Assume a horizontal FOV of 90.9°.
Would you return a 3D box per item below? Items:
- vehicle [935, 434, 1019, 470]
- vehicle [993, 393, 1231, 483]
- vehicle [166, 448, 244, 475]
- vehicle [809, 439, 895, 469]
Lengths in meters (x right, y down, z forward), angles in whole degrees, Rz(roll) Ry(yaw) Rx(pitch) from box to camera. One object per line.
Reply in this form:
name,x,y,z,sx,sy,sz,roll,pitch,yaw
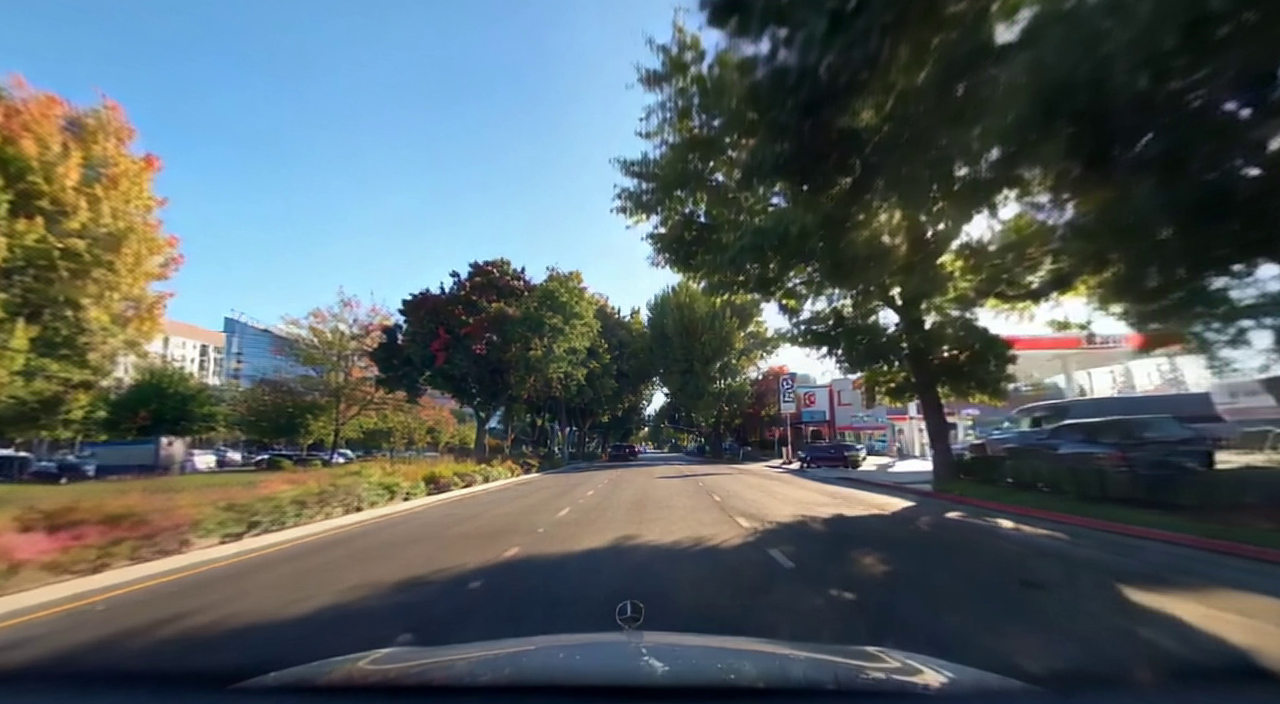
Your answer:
vehicle,17.357,5.164,32.710,1.806,1.721,3.978,1,-8,-6
vehicle,15.128,2.801,20.518,5.820,2.752,2.234,0,-8,-1
vehicle,-30.951,7.766,45.051,2.059,1.782,5.016,1,-8,-1
vehicle,12.500,6.017,37.254,4.359,1.656,1.894,2,-9,-12
